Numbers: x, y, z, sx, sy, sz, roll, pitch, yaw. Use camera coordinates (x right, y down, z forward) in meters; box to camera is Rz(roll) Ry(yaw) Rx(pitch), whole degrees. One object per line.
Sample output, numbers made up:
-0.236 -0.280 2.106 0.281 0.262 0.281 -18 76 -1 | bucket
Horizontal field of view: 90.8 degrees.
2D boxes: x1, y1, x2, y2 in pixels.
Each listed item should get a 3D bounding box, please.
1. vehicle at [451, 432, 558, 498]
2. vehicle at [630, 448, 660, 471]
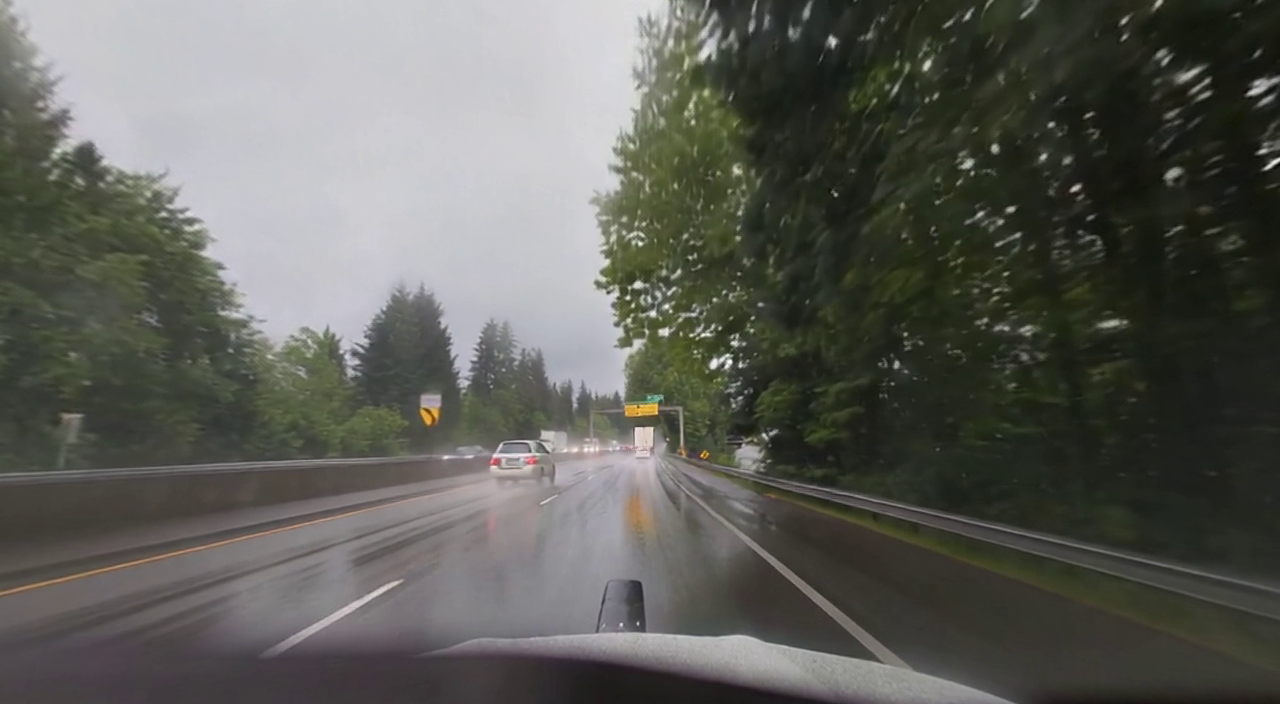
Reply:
-3.876 3.352 19.031 2.097 1.722 4.808 0 -9 1 | vehicle
0.307 7.002 41.221 1.853 1.436 3.438 0 -9 -1 | vehicle
